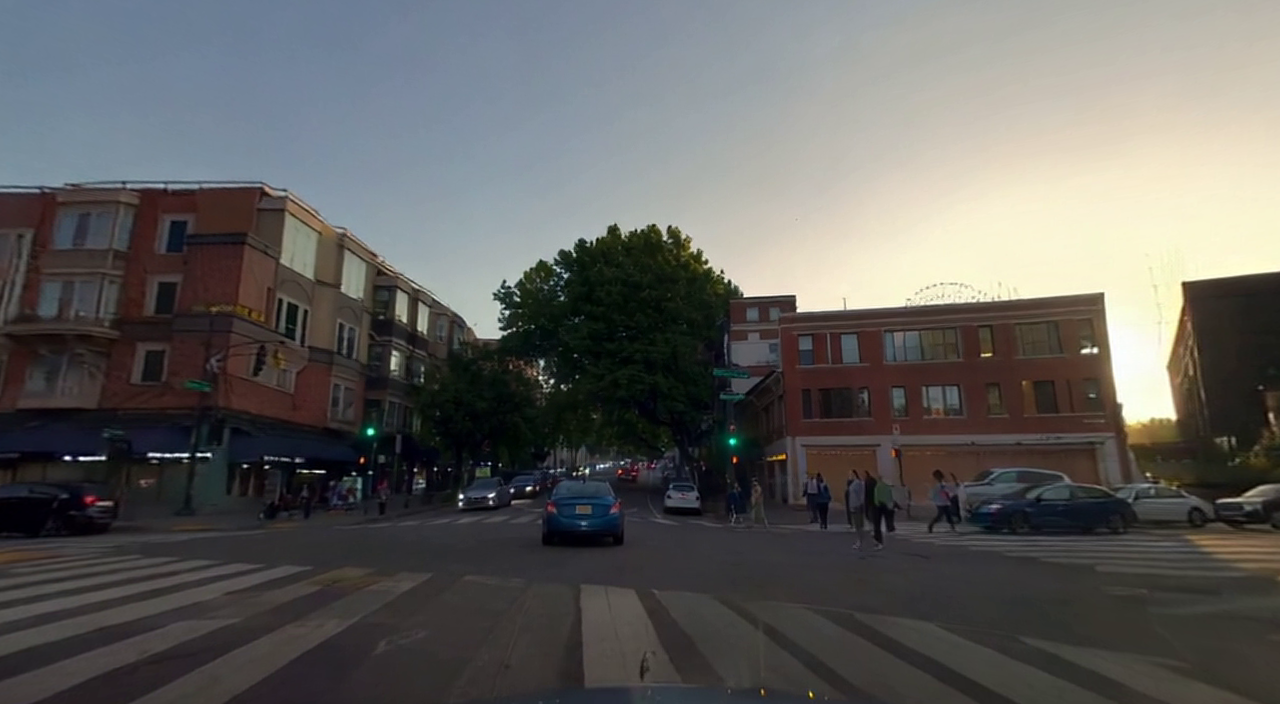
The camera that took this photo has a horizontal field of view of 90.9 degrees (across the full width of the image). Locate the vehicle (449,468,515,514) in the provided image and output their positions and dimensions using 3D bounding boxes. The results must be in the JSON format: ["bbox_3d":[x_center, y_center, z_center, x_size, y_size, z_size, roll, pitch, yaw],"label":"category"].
[{"bbox_3d":[-7.766,6.856,31.482,2.226,1.896,4.438,0,-8,-1],"label":"vehicle"}]

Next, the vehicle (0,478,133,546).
[{"bbox_3d":[-20.743,5.445,21.681,4.750,2.083,2.002,0,-8,1],"label":"vehicle"}]

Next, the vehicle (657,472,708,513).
[{"bbox_3d":[2.061,6.990,31.684,1.908,1.741,4.066,1,-8,-6],"label":"vehicle"}]

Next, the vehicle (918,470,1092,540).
[{"bbox_3d":[13.381,5.605,23.365,4.974,2.266,2.324,0,-8,-4],"label":"vehicle"}]

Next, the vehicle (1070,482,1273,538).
[{"bbox_3d":[19.505,5.808,23.370,5.345,1.747,2.410,0,-8,-1],"label":"vehicle"}]
